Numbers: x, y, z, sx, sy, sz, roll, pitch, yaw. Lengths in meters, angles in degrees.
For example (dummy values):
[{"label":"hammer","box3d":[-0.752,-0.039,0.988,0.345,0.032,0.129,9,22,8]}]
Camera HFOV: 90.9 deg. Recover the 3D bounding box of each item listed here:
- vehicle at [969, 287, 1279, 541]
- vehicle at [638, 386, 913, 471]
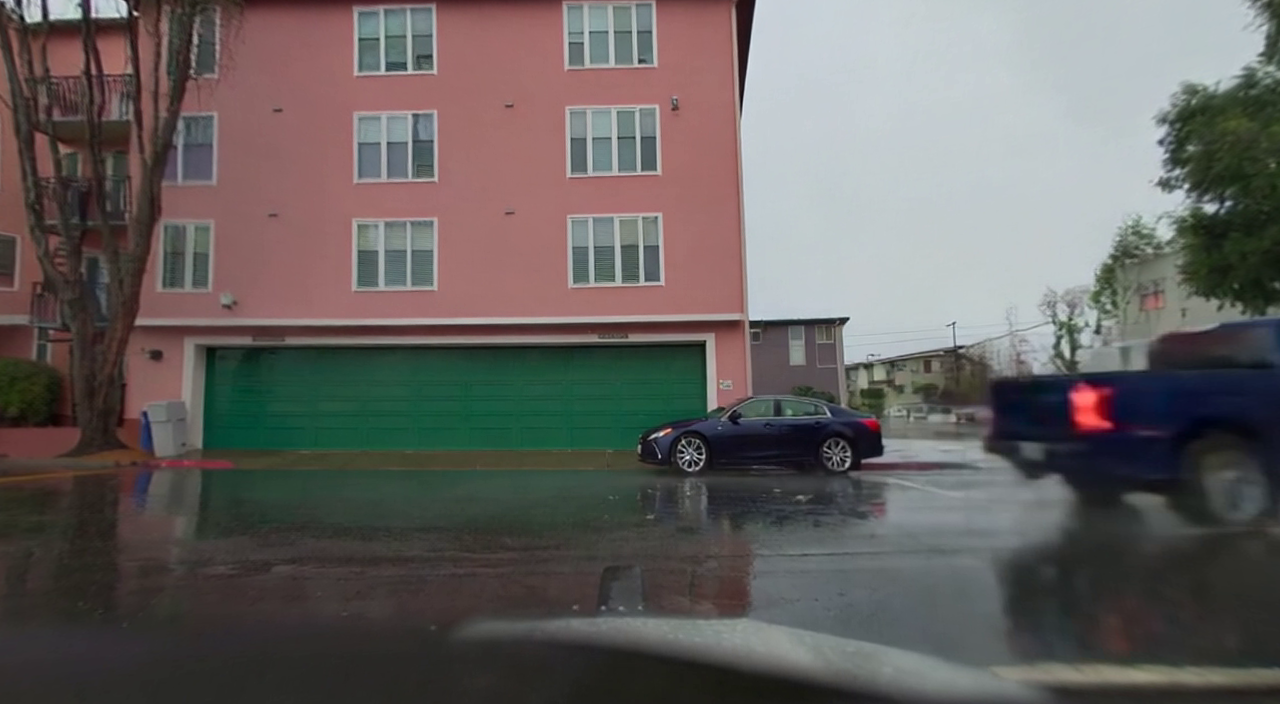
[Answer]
[{"label":"vehicle","box3d":[6.498,0.606,6.003,5.448,1.974,2.176,0,-8,0]},{"label":"vehicle","box3d":[2.314,1.448,11.786,4.697,1.444,1.825,0,-8,-1]}]
